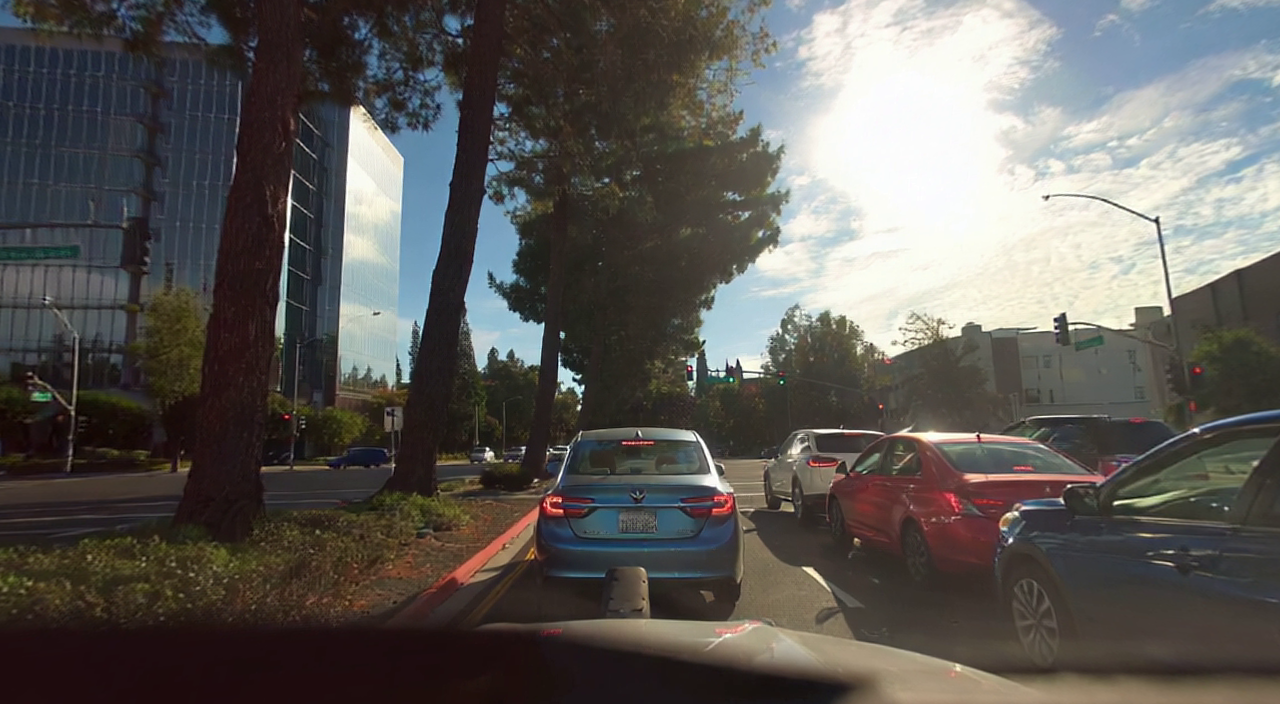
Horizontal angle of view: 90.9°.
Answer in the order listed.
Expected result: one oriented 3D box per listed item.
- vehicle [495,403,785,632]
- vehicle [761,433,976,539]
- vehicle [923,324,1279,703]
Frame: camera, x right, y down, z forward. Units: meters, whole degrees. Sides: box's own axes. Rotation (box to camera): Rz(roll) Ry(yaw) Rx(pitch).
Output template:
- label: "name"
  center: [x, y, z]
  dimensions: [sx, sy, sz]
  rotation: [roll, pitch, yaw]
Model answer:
- label: "vehicle"
  center: [-0.019, 1.476, 6.508]
  dimensions: [2.074, 1.631, 3.793]
  rotation: [0, -9, -1]
- label: "vehicle"
  center: [3.690, 2.258, 11.302]
  dimensions: [2.054, 1.482, 4.654]
  rotation: [0, -9, -1]
- label: "vehicle"
  center: [3.721, 0.930, 3.434]
  dimensions: [2.162, 1.829, 4.519]
  rotation: [0, -9, -1]
